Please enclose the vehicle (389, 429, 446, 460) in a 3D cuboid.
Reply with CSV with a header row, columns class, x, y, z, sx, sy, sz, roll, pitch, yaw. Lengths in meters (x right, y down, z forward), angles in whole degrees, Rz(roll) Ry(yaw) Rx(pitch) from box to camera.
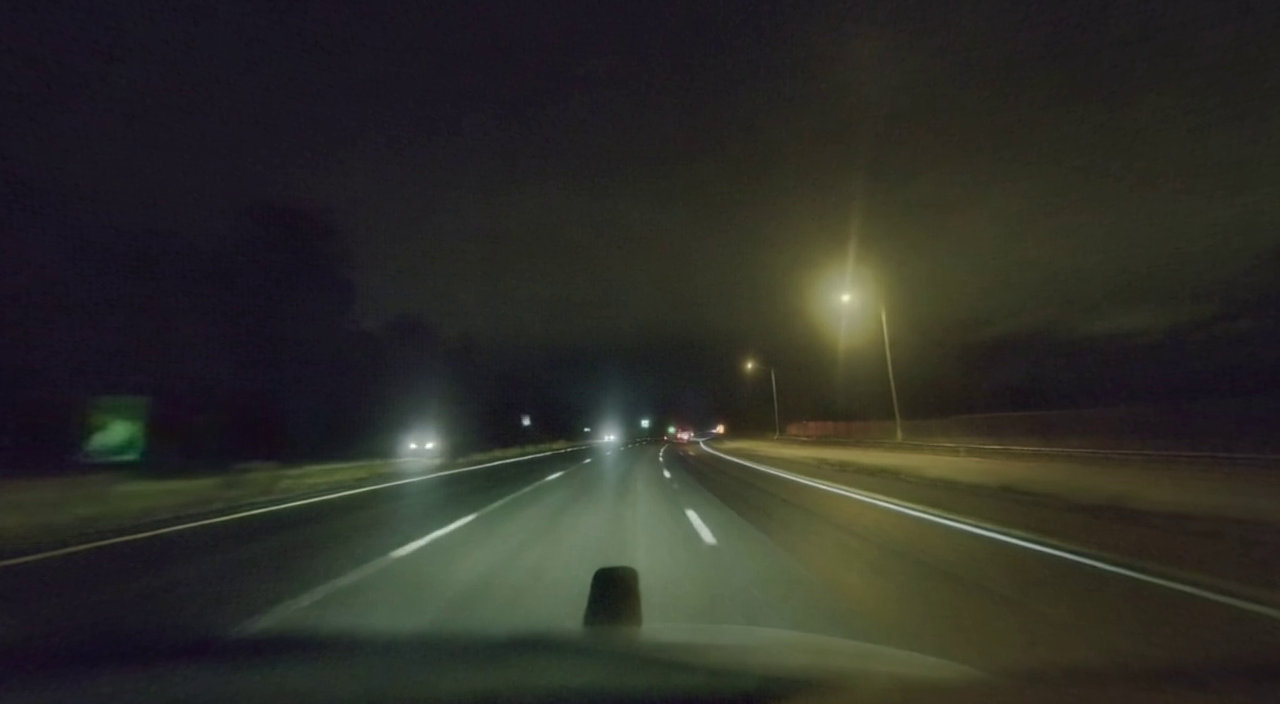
class,x,y,z,sx,sy,sz,roll,pitch,yaw
vehicle,-15.146,6.315,43.180,2.211,1.967,4.734,0,-8,-1
